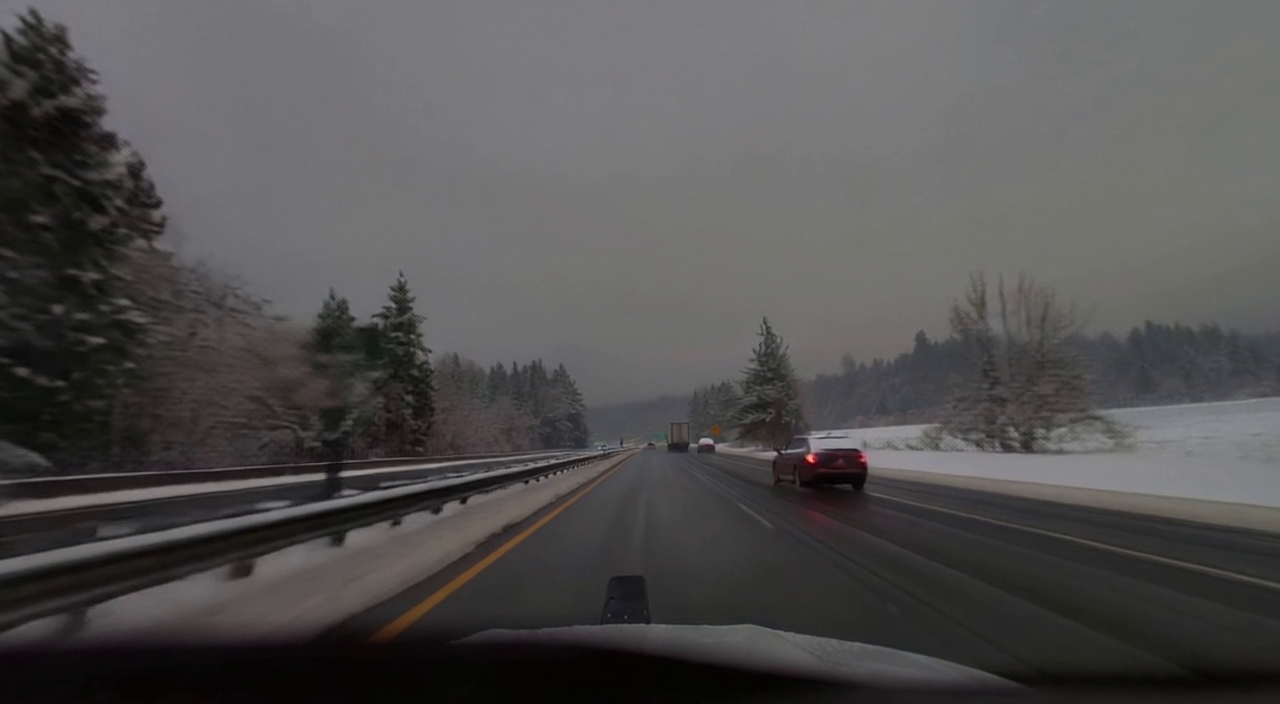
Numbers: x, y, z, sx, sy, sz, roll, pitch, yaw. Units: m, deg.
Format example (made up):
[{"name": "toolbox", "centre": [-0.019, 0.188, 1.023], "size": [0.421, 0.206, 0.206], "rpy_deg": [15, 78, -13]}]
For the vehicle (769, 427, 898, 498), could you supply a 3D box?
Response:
[{"name": "vehicle", "centre": [4.744, 2.761, 16.123], "size": [1.954, 1.550, 4.140], "rpy_deg": [0, -8, 0]}]
